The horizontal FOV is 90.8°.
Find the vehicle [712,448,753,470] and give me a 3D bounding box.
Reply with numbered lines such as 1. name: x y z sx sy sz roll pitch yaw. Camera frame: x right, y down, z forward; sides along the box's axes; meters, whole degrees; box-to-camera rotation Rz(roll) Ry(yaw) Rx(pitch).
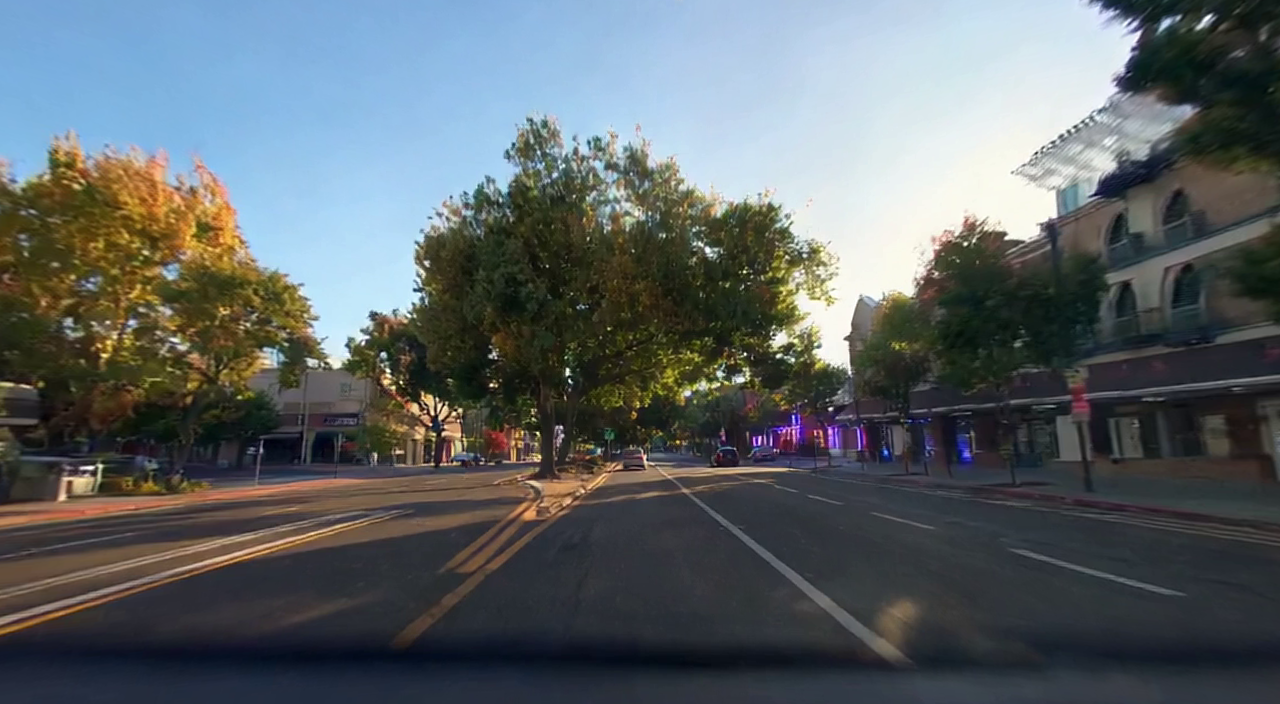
1. vehicle: 6.410 7.444 44.188 2.024 1.475 4.600 0 -9 -2
